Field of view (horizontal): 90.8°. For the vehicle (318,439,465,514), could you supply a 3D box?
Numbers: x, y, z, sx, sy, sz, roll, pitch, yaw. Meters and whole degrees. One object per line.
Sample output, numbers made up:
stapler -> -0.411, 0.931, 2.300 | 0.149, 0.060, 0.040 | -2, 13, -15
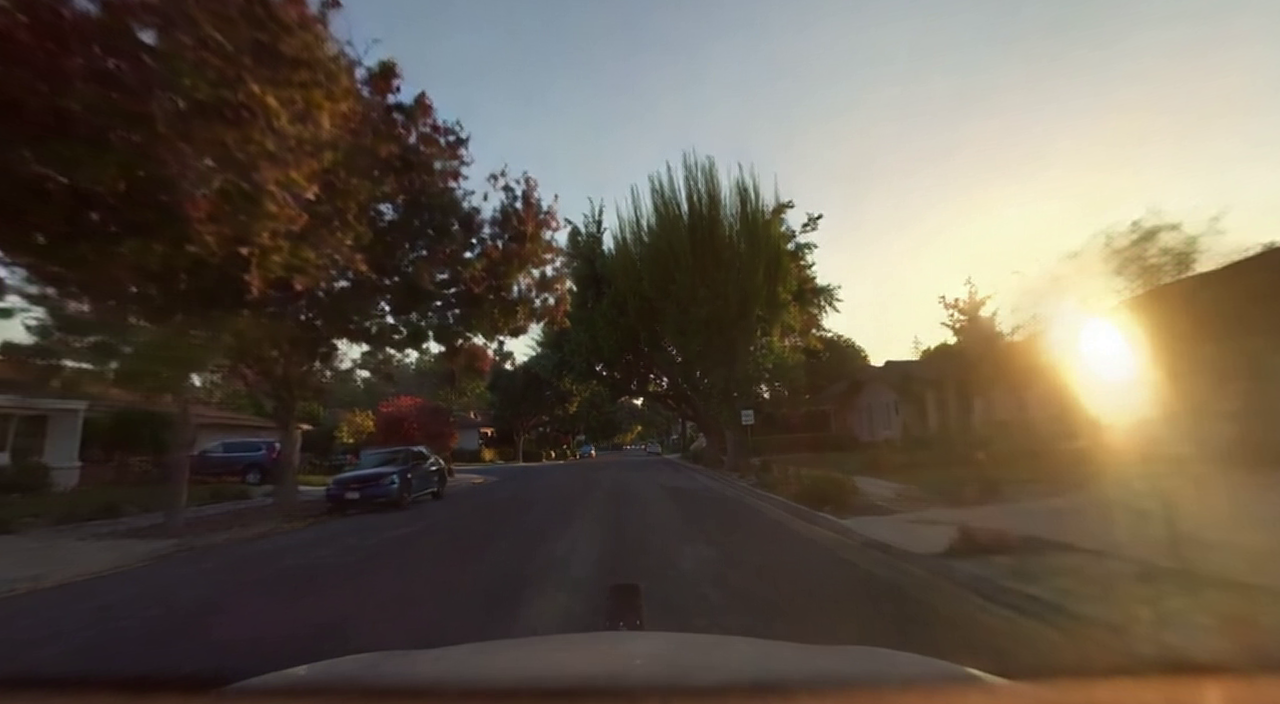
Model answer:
vehicle -> -6.563, 3.349, 17.491 | 2.078, 1.745, 5.119 | 0, -9, -1
